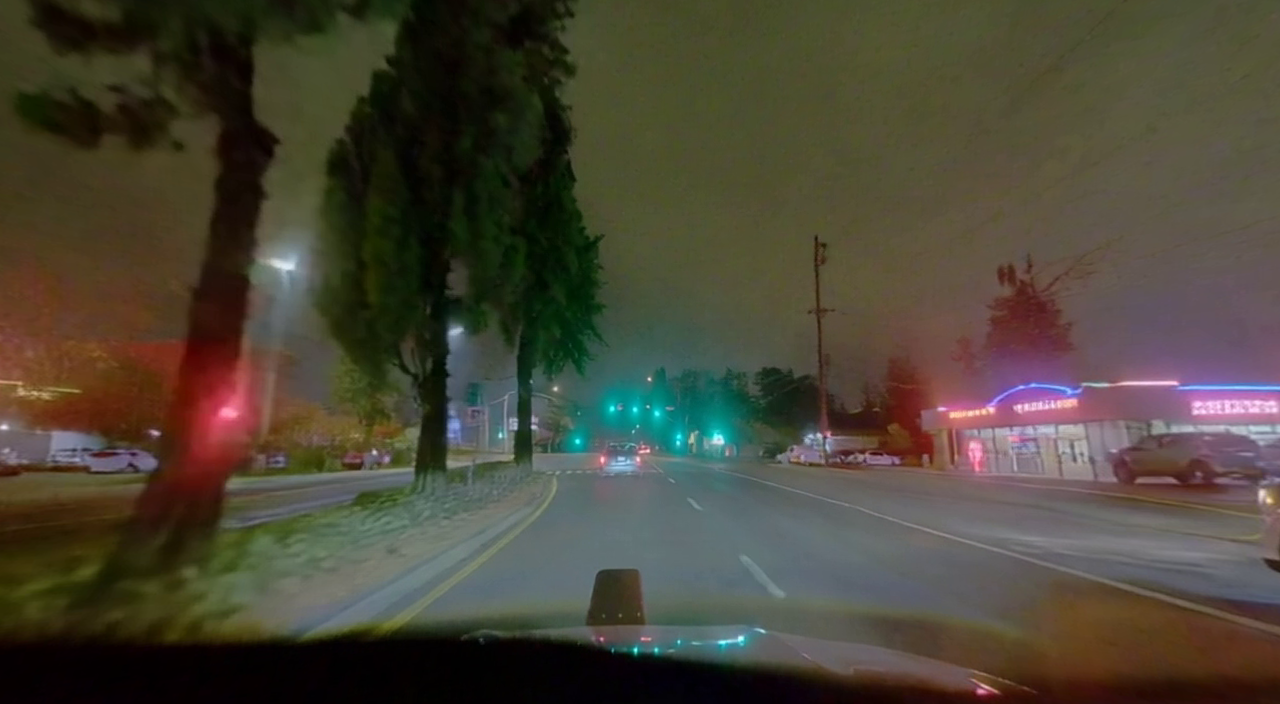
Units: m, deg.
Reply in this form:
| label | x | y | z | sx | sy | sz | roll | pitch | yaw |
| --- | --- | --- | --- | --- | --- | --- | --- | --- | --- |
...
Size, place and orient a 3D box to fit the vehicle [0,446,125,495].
| label | x | y | z | sx | sy | sz | roll | pitch | yaw |
| --- | --- | --- | --- | --- | --- | --- | --- | --- | --- |
| vehicle | -24.220 | 4.786 | 26.007 | 1.985 | 1.821 | 4.774 | 0 | -9 | -1 |

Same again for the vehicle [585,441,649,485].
| label | x | y | z | sx | sy | sz | roll | pitch | yaw |
| --- | --- | --- | --- | --- | --- | --- | --- | --- | --- |
| vehicle | -0.897 | 4.093 | 23.616 | 2.185 | 1.473 | 3.925 | 0 | -9 | -3 |

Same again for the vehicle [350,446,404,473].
| label | x | y | z | sx | sy | sz | roll | pitch | yaw |
| --- | --- | --- | --- | --- | --- | --- | --- | --- | --- |
| vehicle | -19.112 | 7.818 | 46.187 | 2.027 | 1.831 | 4.644 | 0 | -9 | -1 |

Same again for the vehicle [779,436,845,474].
| label | x | y | z | sx | sy | sz | roll | pitch | yaw |
| --- | --- | --- | --- | --- | --- | --- | --- | --- | --- |
| vehicle | 10.198 | 6.175 | 38.073 | 2.266 | 2.118 | 5.742 | 0 | -9 | -1 |

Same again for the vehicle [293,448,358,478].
| label | x | y | z | sx | sy | sz | roll | pitch | yaw |
| --- | --- | --- | --- | --- | --- | --- | --- | --- | --- |
| vehicle | -19.399 | 6.859 | 39.249 | 1.905 | 1.698 | 4.408 | 0 | -9 | -3 |

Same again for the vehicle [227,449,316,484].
| label | x | y | z | sx | sy | sz | roll | pitch | yaw |
| --- | --- | --- | --- | --- | --- | --- | --- | --- | --- |
| vehicle | -19.187 | 5.953 | 33.145 | 1.896 | 1.620 | 4.542 | -2 | -8 | 1 |

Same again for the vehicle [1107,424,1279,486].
| label | x | y | z | sx | sy | sz | roll | pitch | yaw |
| --- | --- | --- | --- | --- | --- | --- | --- | --- | --- |
| vehicle | 18.801 | 3.361 | 20.873 | 2.253 | 1.771 | 5.722 | 0 | -9 | -2 |

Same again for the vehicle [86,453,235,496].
| label | x | y | z | sx | sy | sz | roll | pitch | yaw |
| --- | --- | --- | --- | --- | --- | --- | --- | --- | --- |
| vehicle | -19.322 | 4.929 | 25.852 | 2.083 | 1.481 | 5.103 | 0 | -9 | 0 |

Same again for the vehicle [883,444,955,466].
| label | x | y | z | sx | sy | sz | roll | pitch | yaw |
| --- | --- | --- | --- | --- | --- | --- | --- | --- | --- |
| vehicle | 19.417 | 7.157 | 43.976 | 4.212 | 1.436 | 1.919 | -6 | -10 | 34 |
